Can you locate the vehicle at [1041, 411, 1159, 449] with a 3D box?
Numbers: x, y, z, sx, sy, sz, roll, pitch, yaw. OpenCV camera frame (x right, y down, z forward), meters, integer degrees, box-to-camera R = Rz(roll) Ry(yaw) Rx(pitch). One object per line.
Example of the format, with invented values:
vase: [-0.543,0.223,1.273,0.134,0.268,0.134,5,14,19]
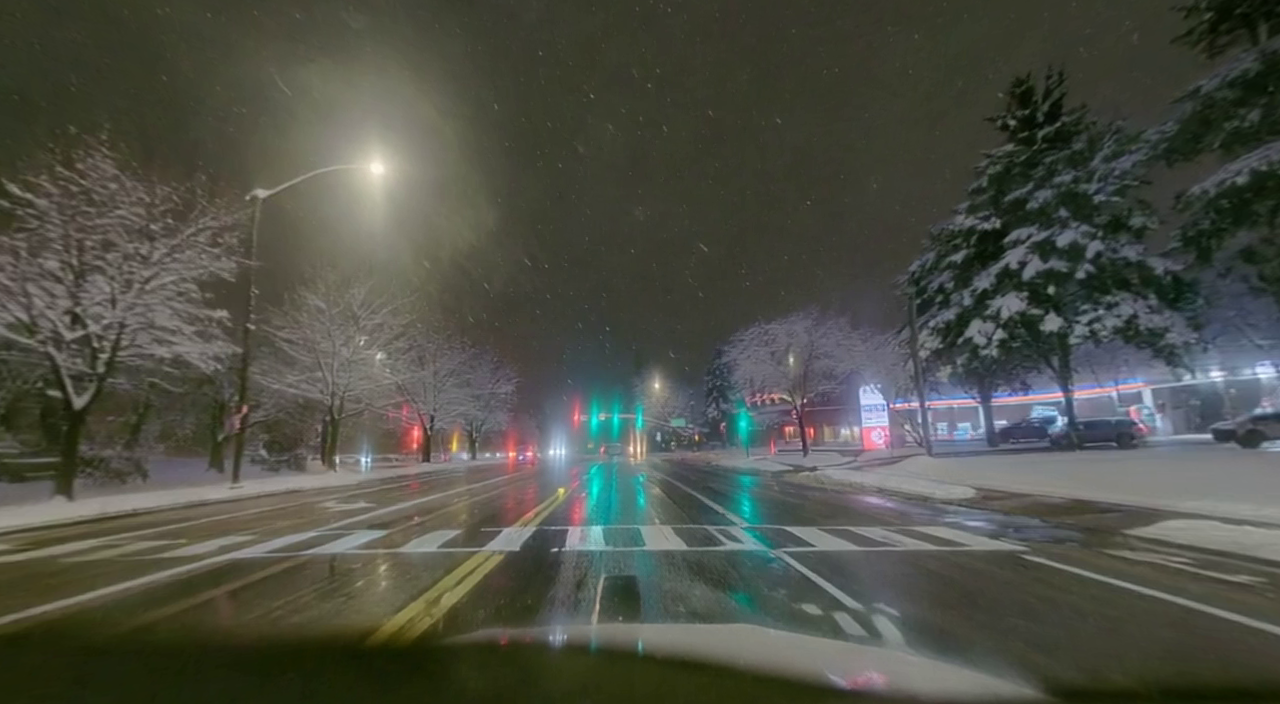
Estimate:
vehicle: [22.539,3.865,30.945,4.230,1.590,1.877,-3,-8,-1]
